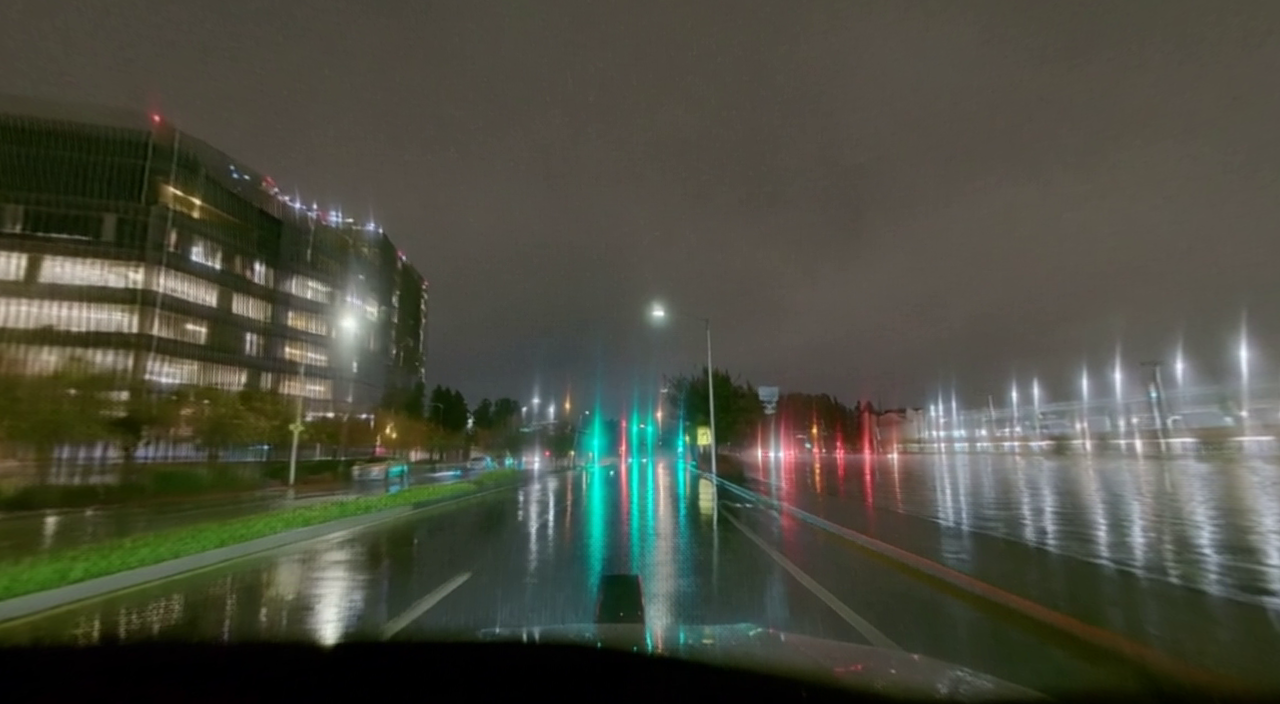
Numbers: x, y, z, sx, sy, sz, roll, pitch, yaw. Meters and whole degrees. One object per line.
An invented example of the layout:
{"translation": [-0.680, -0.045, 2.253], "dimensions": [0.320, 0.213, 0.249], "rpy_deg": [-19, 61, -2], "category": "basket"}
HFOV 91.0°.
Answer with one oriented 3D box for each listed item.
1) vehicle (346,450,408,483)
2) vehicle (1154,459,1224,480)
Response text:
{"translation": [-18.240, 7.934, 43.947], "dimensions": [2.047, 1.914, 5.061], "rpy_deg": [-3, -7, 2], "category": "vehicle"}
{"translation": [42.573, 9.098, 48.937], "dimensions": [1.717, 1.459, 4.256], "rpy_deg": [0, -9, 3], "category": "vehicle"}
